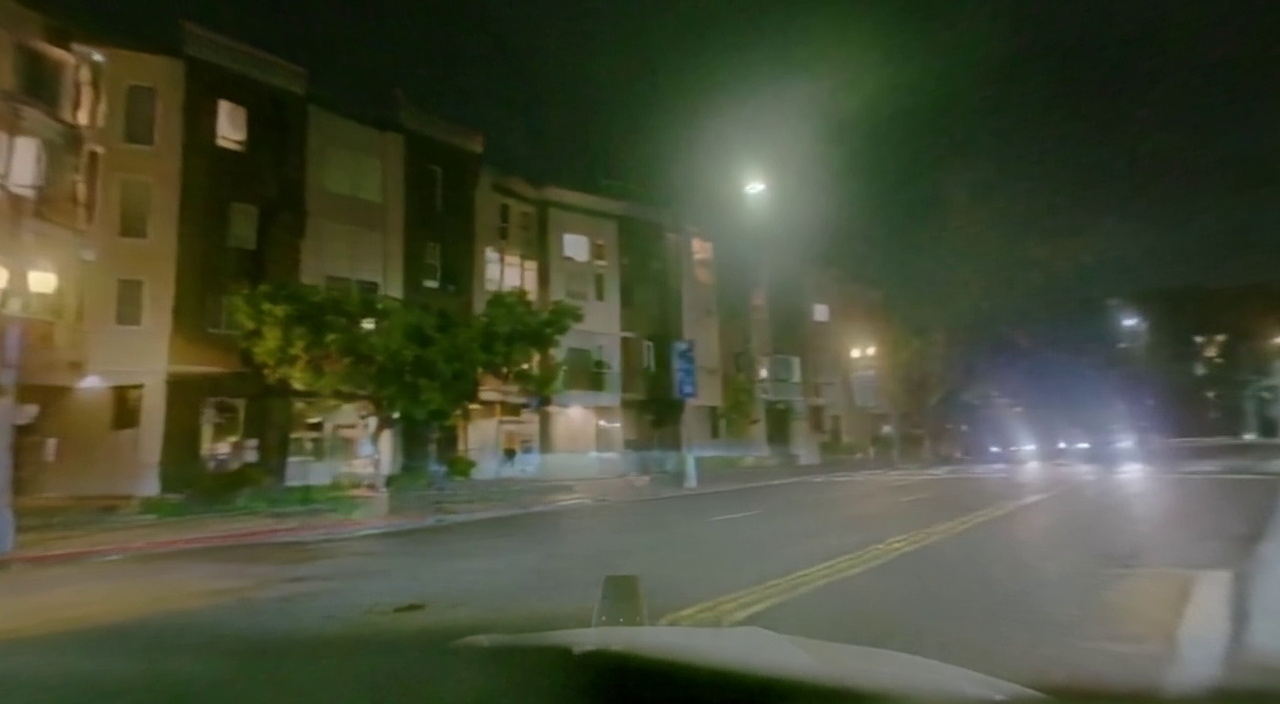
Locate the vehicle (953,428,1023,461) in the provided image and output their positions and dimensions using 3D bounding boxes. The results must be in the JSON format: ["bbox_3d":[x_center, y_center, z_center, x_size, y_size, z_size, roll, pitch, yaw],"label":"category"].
[{"bbox_3d":[19.324,5.104,35.020,4.335,1.708,2.075,7,-11,-43],"label":"vehicle"}]

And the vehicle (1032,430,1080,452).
[{"bbox_3d":[28.667,6.135,43.488,1.881,1.459,4.202,-8,-12,44],"label":"vehicle"}]

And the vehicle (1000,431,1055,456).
[{"bbox_3d":[24.269,5.730,39.488,4.201,1.440,1.719,7,-11,-43],"label":"vehicle"}]
